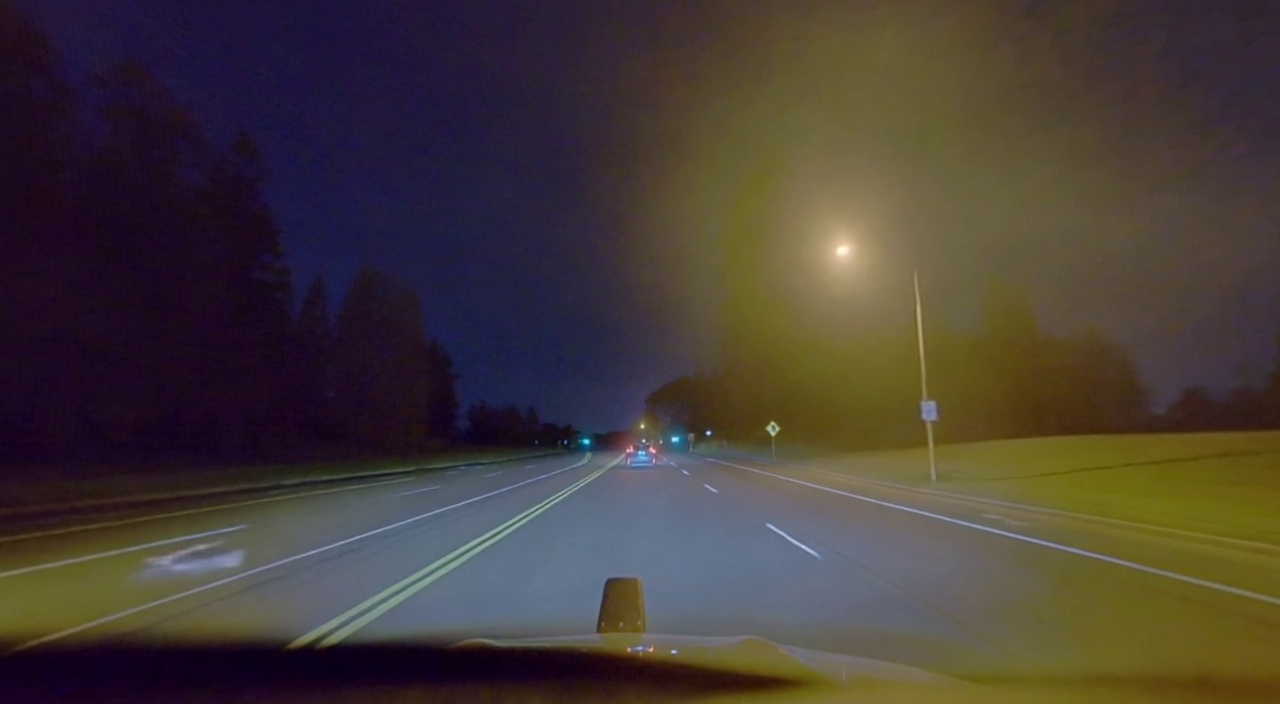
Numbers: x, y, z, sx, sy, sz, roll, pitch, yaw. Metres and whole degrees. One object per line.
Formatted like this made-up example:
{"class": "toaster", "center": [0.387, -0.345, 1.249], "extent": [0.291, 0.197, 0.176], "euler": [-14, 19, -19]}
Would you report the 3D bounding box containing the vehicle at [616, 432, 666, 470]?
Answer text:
{"class": "vehicle", "center": [0.089, 4.815, 30.619], "extent": [2.256, 1.734, 4.176], "euler": [0, -9, 1]}
